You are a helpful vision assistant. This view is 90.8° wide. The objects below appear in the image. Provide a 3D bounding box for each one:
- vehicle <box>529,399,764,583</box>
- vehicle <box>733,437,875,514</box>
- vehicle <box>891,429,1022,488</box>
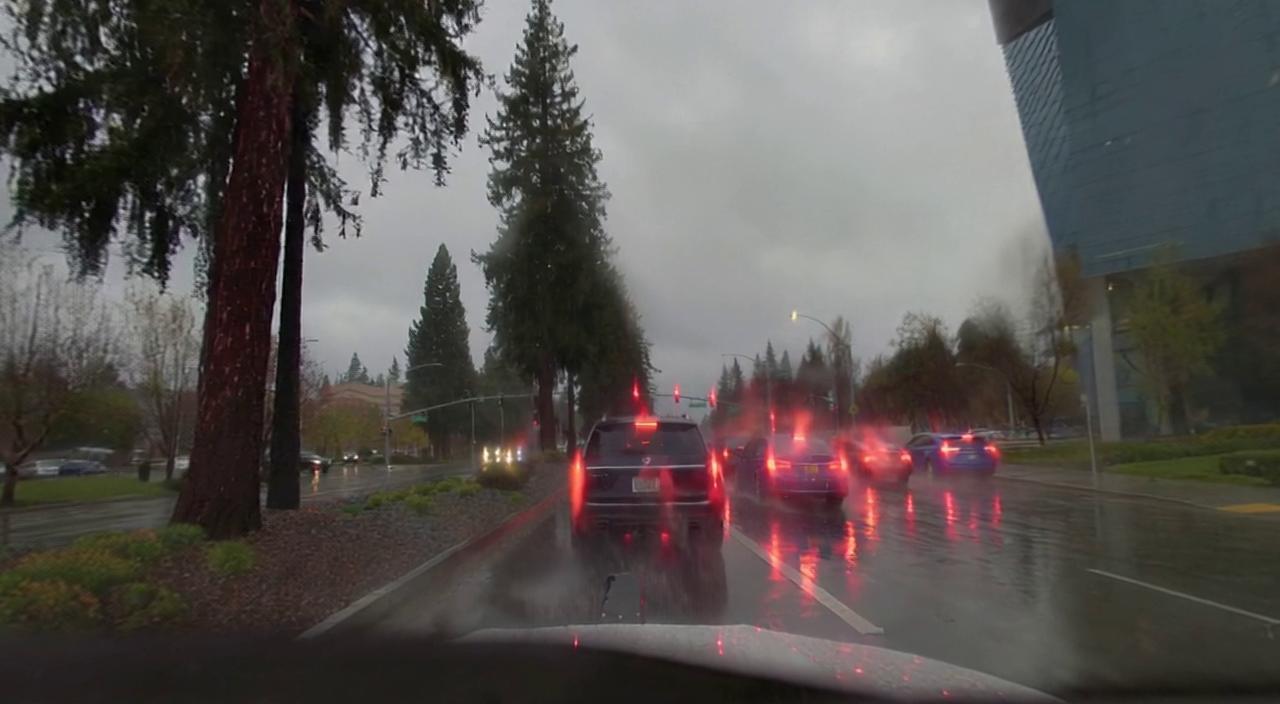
[{"bbox_3d":[0.058,1.659,8.261,2.266,1.762,4.131,0,-9,0],"label":"vehicle"},{"bbox_3d":[3.492,2.718,14.418,1.997,1.471,4.321,0,-9,-1],"label":"vehicle"},{"bbox_3d":[10.854,3.697,22.133,2.123,1.812,4.553,0,-9,-1],"label":"vehicle"}]
